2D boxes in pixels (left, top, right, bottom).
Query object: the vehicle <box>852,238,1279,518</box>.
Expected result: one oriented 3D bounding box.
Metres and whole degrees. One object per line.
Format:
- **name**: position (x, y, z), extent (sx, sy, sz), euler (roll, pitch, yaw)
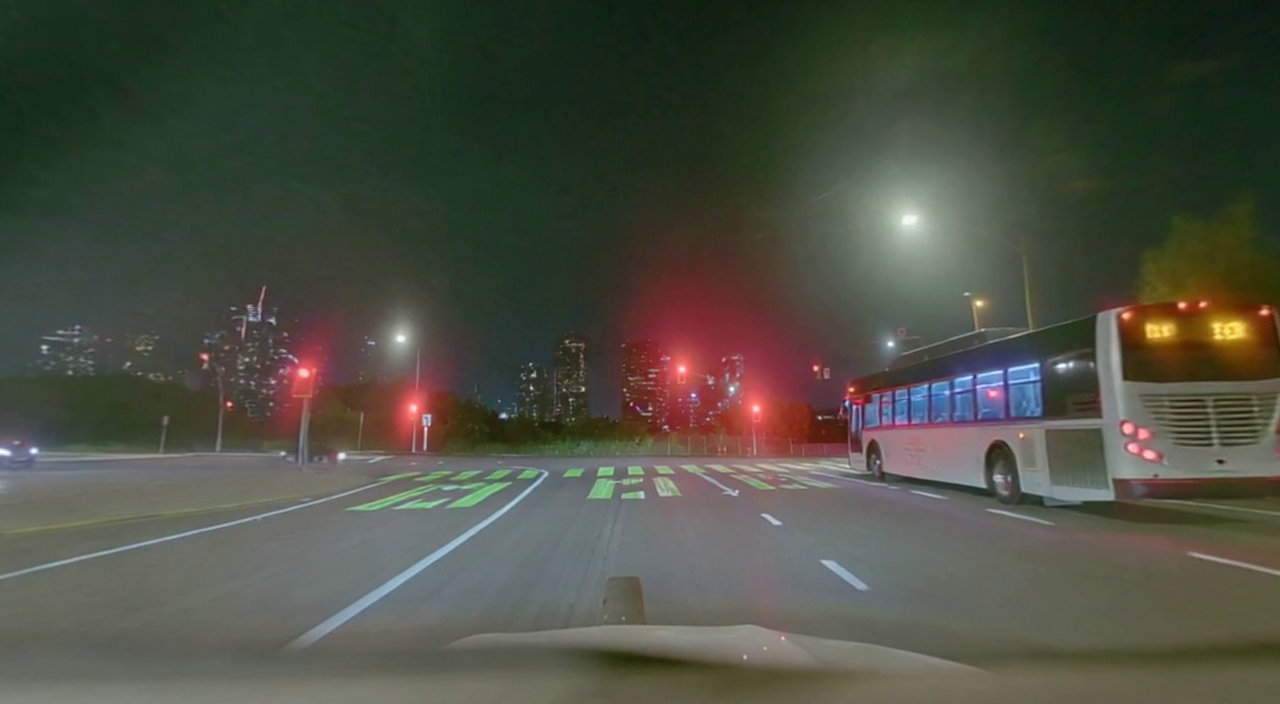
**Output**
- **vehicle**: position (8.711, 1.291, 15.662), extent (2.916, 4.009, 13.397), euler (-1, -8, 3)
